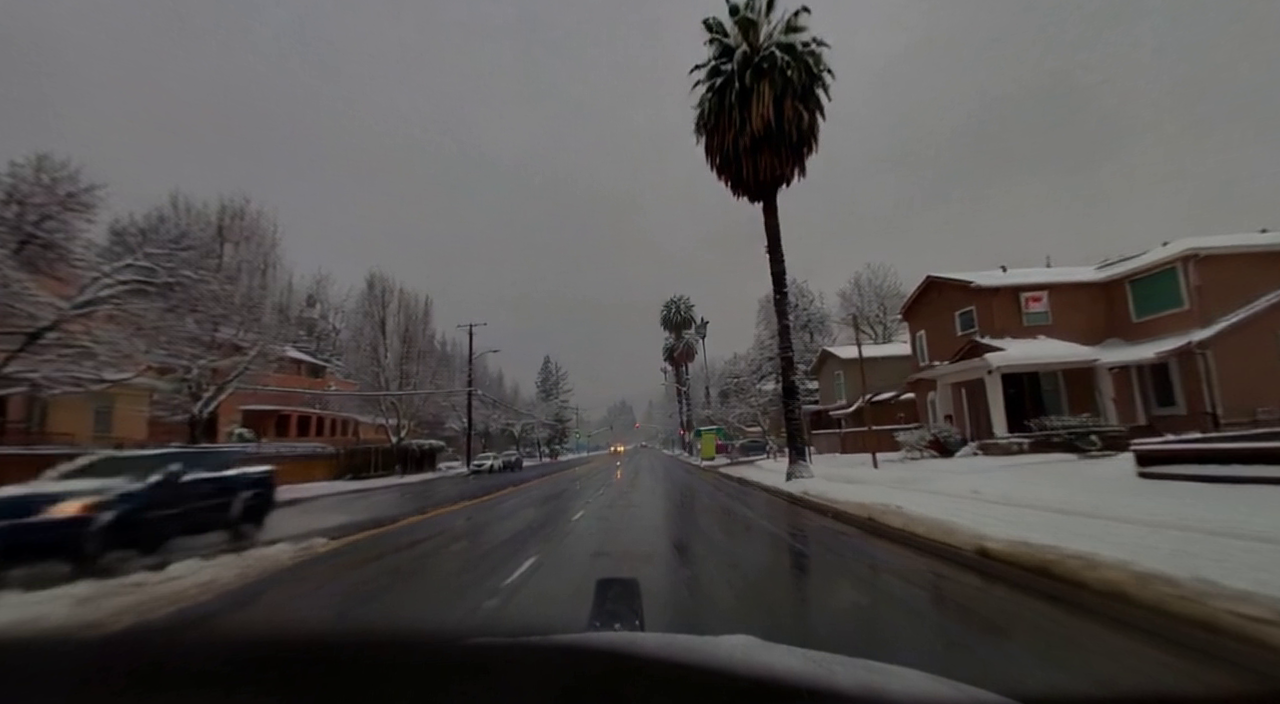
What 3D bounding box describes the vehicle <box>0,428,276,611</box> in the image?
[{"bbox_3d":[-7.326,1.992,8.543,1.992,1.802,4.602,0,-8,1],"label":"vehicle"}]
